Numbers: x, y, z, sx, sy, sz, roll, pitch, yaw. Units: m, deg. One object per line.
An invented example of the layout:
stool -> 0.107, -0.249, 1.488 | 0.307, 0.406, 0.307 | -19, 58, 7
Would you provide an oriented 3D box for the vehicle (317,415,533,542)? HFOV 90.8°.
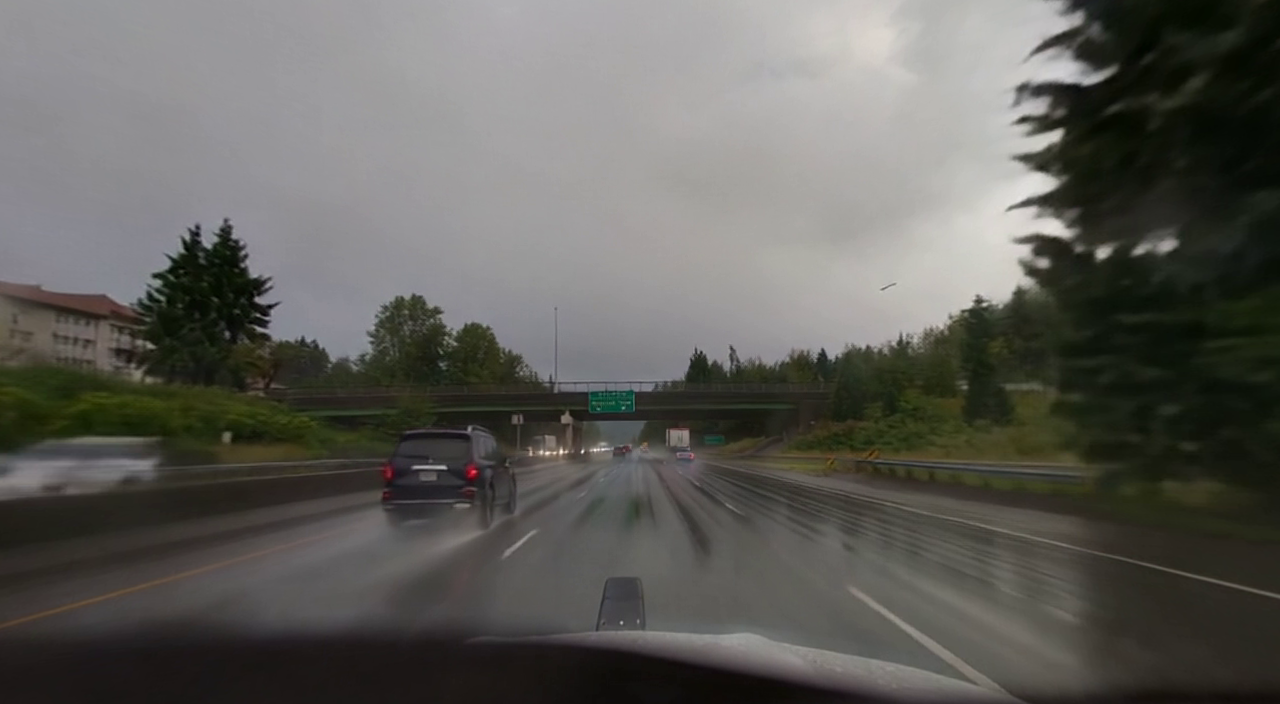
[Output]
vehicle -> -3.440, 2.140, 11.286 | 2.238, 1.792, 4.518 | 0, -9, 0
